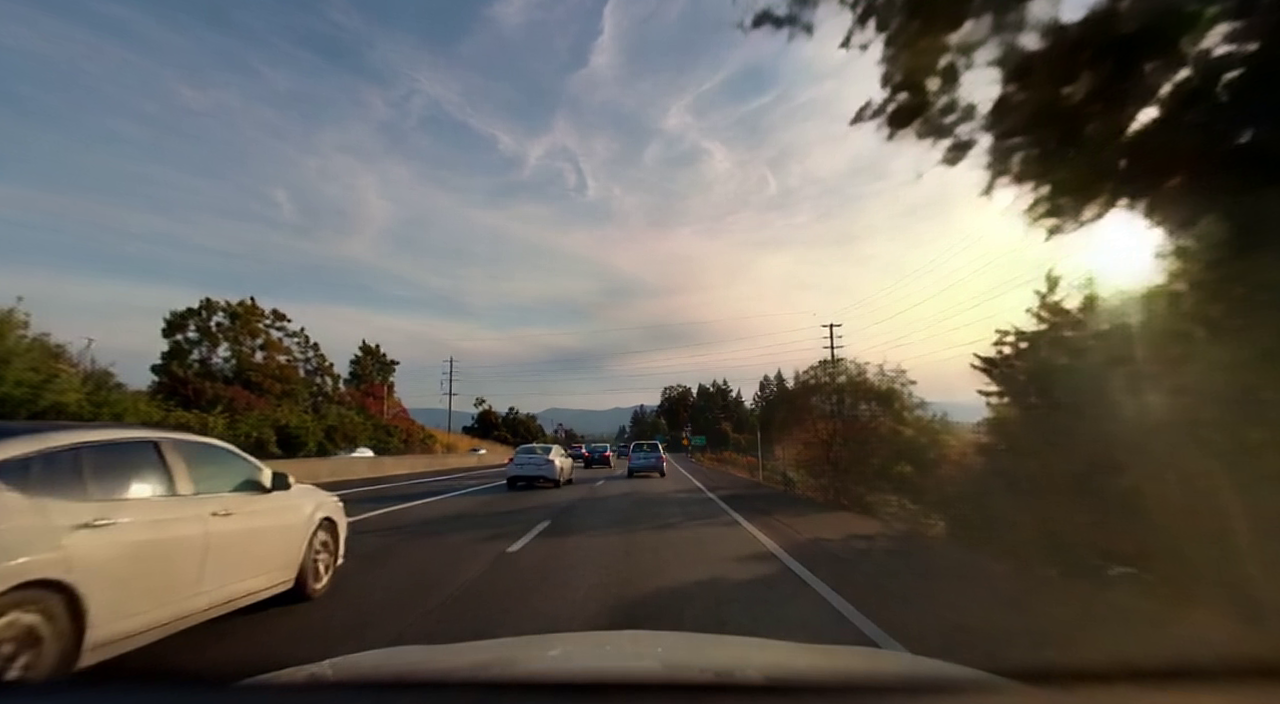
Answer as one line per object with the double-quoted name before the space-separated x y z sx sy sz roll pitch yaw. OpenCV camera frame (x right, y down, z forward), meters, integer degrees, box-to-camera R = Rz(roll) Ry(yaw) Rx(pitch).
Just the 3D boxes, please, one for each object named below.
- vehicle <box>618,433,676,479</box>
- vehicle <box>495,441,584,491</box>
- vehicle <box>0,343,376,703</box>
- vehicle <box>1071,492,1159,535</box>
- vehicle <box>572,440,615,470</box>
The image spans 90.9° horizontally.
"vehicle" 0.326 4.471 27.401 2.319 1.813 4.274 0 -8 1
"vehicle" -3.184 3.702 20.912 2.092 1.464 4.466 -1 -8 2
"vehicle" -3.791 1.057 4.104 2.104 1.754 4.515 0 -8 1
"vehicle" 30.543 10.355 40.838 2.164 2.048 5.656 -2 -8 11
"vehicle" -2.781 6.315 38.763 2.051 1.695 4.731 -1 -8 3
